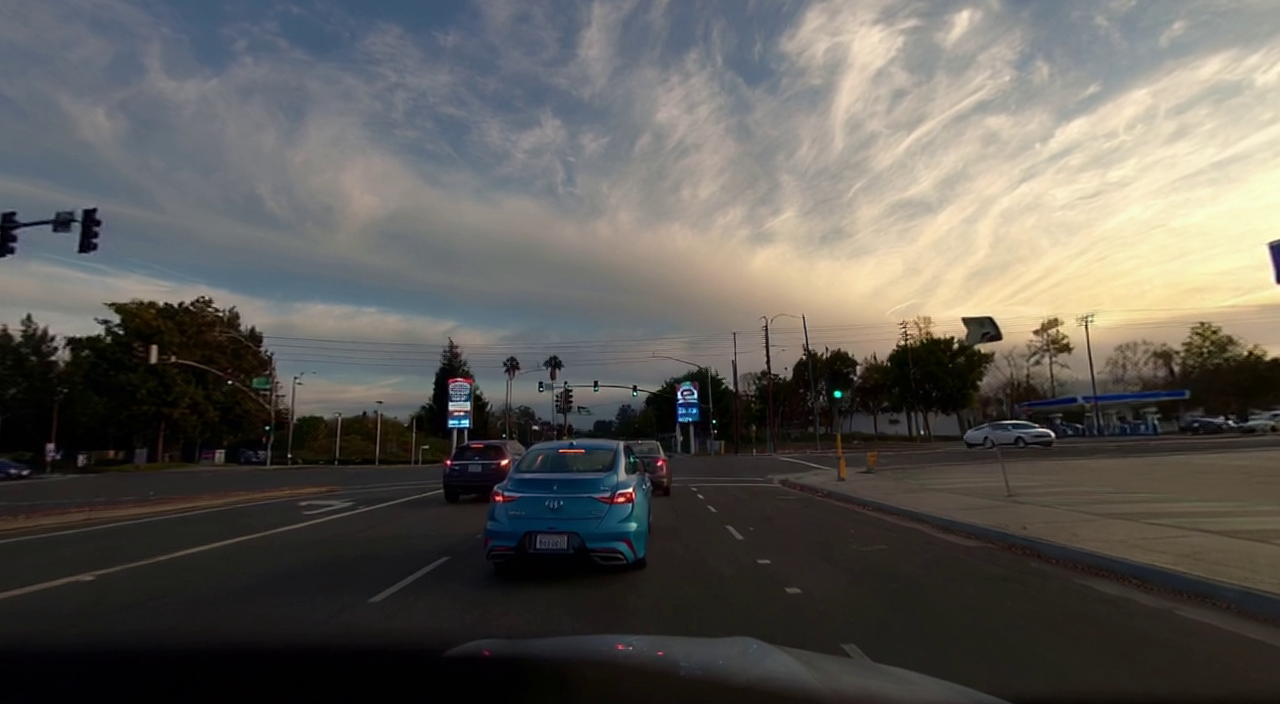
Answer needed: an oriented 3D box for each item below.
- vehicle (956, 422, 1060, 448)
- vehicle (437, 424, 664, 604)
[{"bbox_3d":[21.905,4.994,37.763,4.874,1.502,2.048,0,-8,1],"label":"vehicle"},{"bbox_3d":[-0.687,1.712,7.666,1.916,1.510,4.447,0,-8,2],"label":"vehicle"}]
